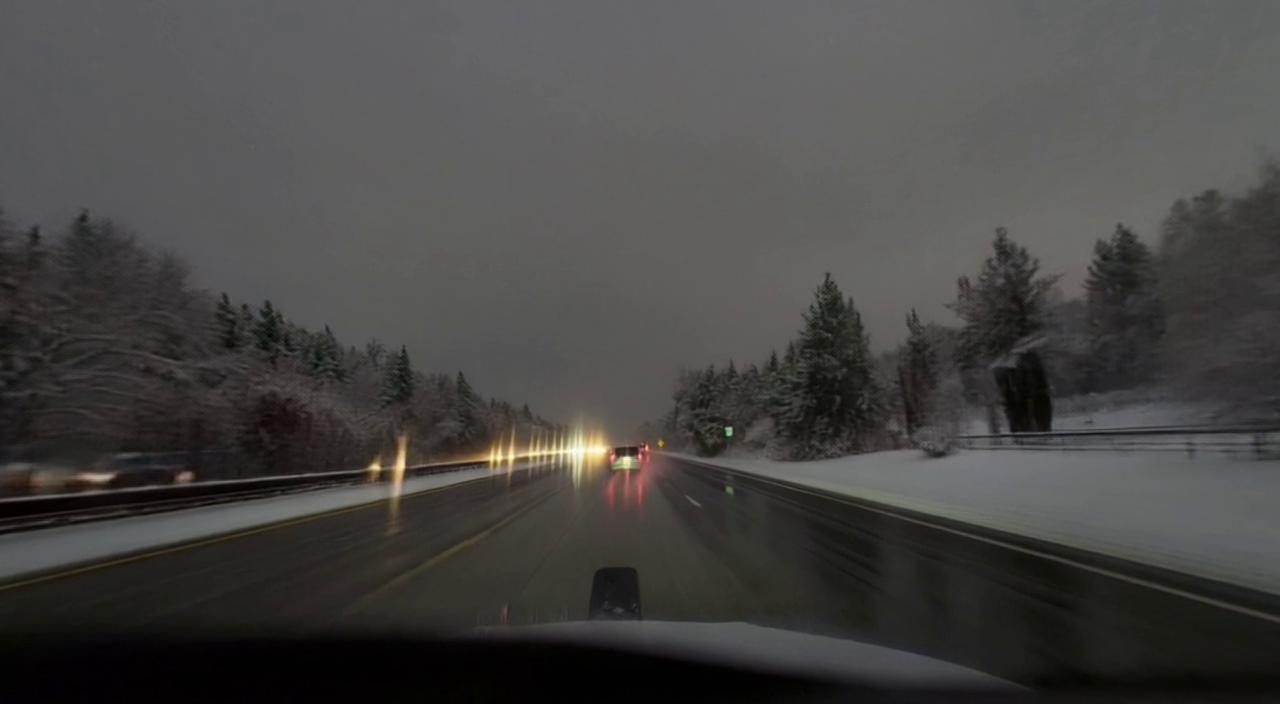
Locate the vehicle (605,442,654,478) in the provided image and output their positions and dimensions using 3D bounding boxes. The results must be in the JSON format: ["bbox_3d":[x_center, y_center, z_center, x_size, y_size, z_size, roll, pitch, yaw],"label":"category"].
[{"bbox_3d":[-0.483,4.985,29.231,2.095,1.537,4.017,0,-9,-1],"label":"vehicle"}]

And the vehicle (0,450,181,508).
[{"bbox_3d":[-17.301,3.957,20.012,1.985,1.603,4.337,0,-9,-1],"label":"vehicle"}]

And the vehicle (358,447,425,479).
[{"bbox_3d":[-12.753,5.704,32.456,1.824,1.518,3.973,0,-9,0],"label":"vehicle"}]
